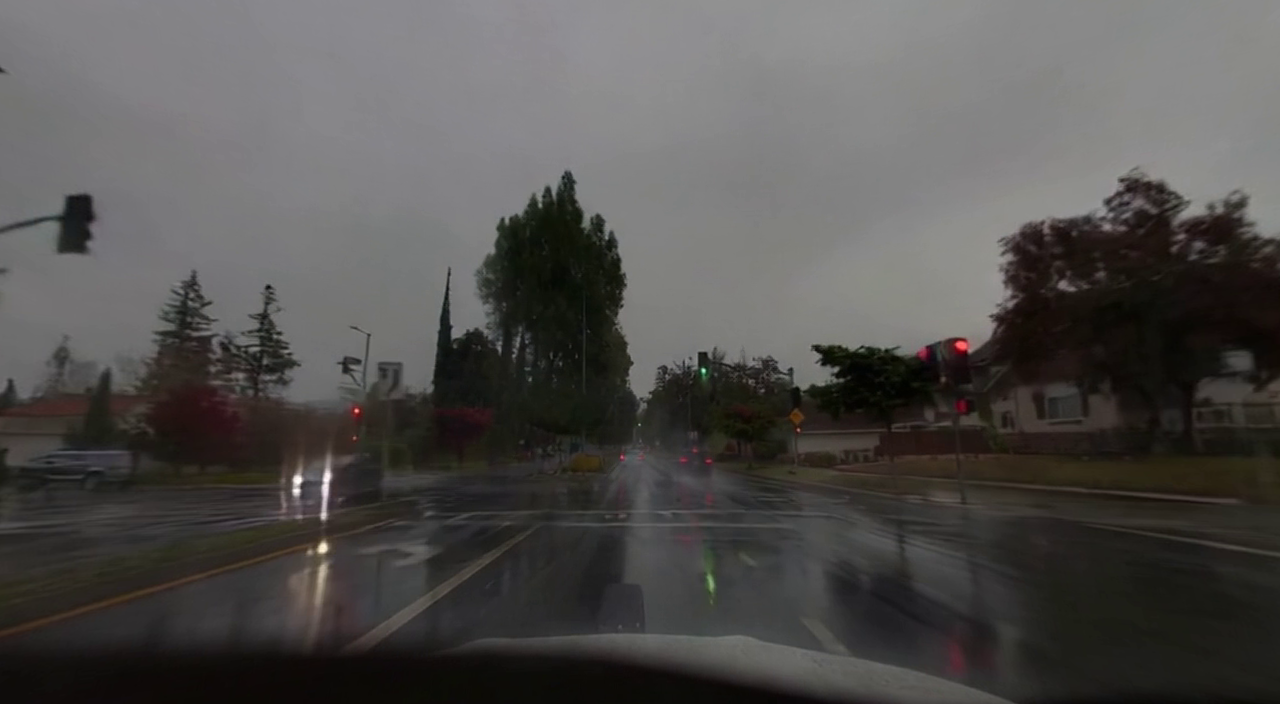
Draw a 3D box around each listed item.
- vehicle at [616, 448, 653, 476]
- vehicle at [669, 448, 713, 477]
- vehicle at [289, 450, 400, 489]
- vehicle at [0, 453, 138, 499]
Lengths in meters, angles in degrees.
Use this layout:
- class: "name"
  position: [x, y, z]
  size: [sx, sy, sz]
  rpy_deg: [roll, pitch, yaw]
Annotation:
- class: "vehicle"
  position: [-0.327, 6.407, 36.985]
  size: [2.018, 1.511, 3.993]
  rpy_deg: [0, -8, -1]
- class: "vehicle"
  position: [2.862, 6.296, 36.311]
  size: [2.057, 1.496, 4.401]
  rpy_deg: [0, -8, -2]
- class: "vehicle"
  position: [-16.153, 6.405, 34.791]
  size: [2.188, 1.940, 5.008]
  rpy_deg: [-6, -11, 36]
- class: "vehicle"
  position: [-25.172, 5.430, 27.655]
  size: [4.634, 1.840, 2.025]
  rpy_deg: [-1, -10, 1]
